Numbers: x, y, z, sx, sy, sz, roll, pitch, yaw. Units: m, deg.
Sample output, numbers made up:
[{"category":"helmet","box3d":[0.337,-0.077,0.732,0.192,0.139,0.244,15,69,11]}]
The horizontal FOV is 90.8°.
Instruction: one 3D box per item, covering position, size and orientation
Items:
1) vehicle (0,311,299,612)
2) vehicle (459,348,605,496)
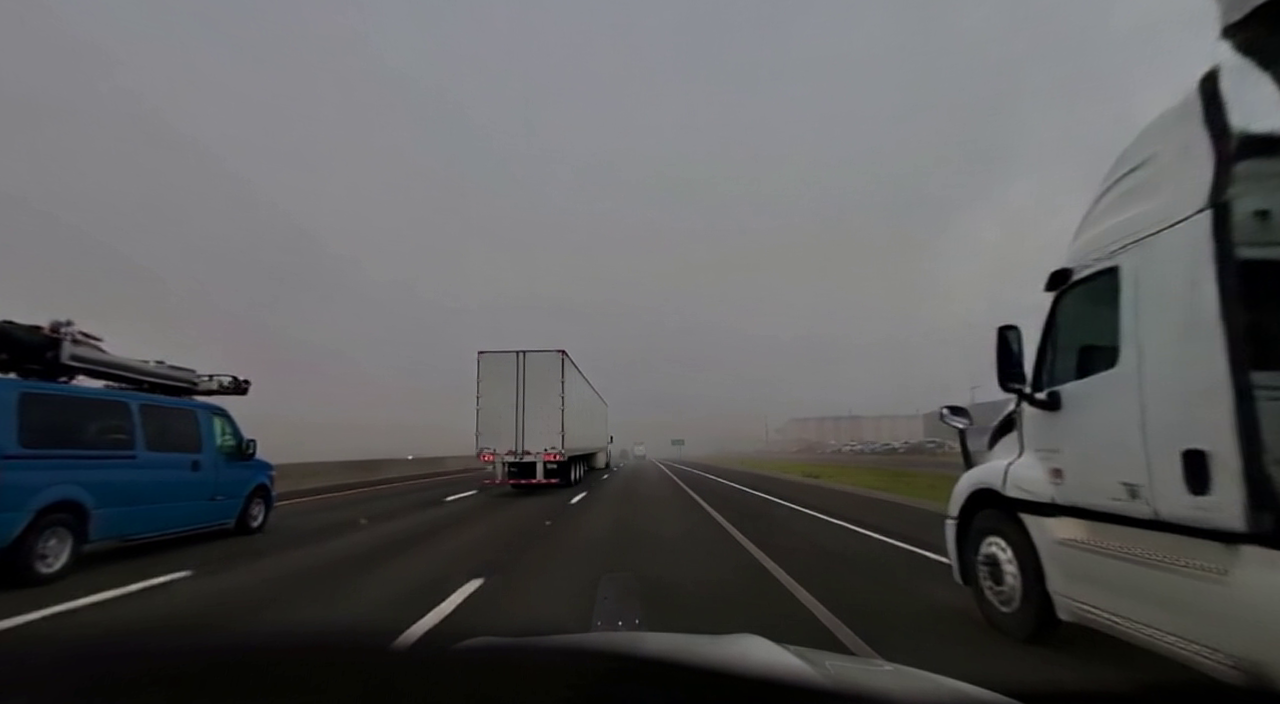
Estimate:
[{"category":"vehicle","box3d":[-6.943,1.244,7.439,2.385,2.672,6.049,0,-8,0]},{"category":"vehicle","box3d":[-3.437,3.110,25.780,2.939,4.132,16.303,0,-8,1]}]
